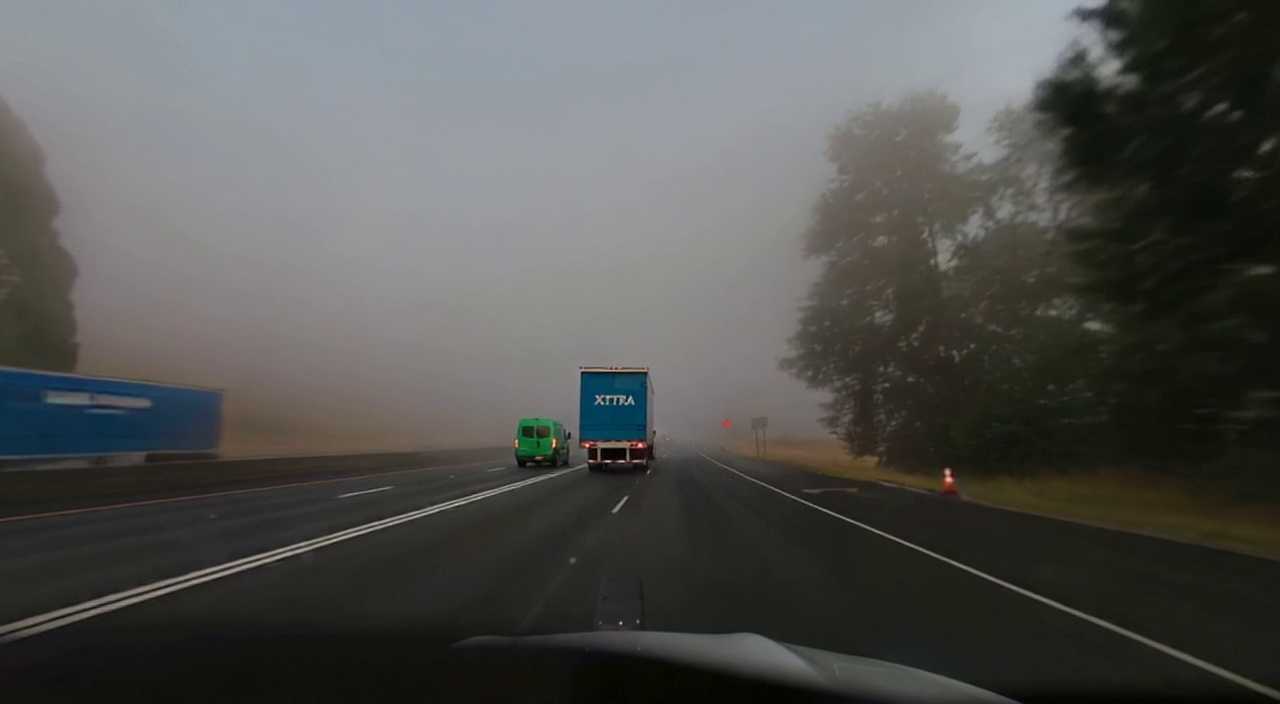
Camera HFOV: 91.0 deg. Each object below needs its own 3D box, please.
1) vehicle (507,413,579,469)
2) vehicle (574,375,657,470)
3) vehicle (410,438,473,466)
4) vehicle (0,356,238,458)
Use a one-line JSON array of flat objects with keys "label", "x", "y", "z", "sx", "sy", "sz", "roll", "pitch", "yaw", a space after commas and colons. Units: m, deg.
[{"label": "vehicle", "x": -4.936, "y": 4.676, "z": 33.043, "sx": 2.469, "sy": 2.615, "sz": 5.874, "roll": 0, "pitch": -8, "yaw": 3}, {"label": "vehicle", "x": -0.895, "y": 3.772, "z": 31.673, "sx": 3.183, "sy": 4.011, "sz": 9.617, "roll": 0, "pitch": -9, "yaw": 3}, {"label": "vehicle", "x": -11.572, "y": 5.854, "z": 37.035, "sx": 1.901, "sy": 1.487, "sz": 4.622, "roll": 0, "pitch": -8, "yaw": 4}, {"label": "vehicle", "x": -26.370, "y": 2.961, "z": 30.217, "sx": 2.987, "sy": 3.968, "sz": 15.784, "roll": 0, "pitch": -9, "yaw": 3}]
